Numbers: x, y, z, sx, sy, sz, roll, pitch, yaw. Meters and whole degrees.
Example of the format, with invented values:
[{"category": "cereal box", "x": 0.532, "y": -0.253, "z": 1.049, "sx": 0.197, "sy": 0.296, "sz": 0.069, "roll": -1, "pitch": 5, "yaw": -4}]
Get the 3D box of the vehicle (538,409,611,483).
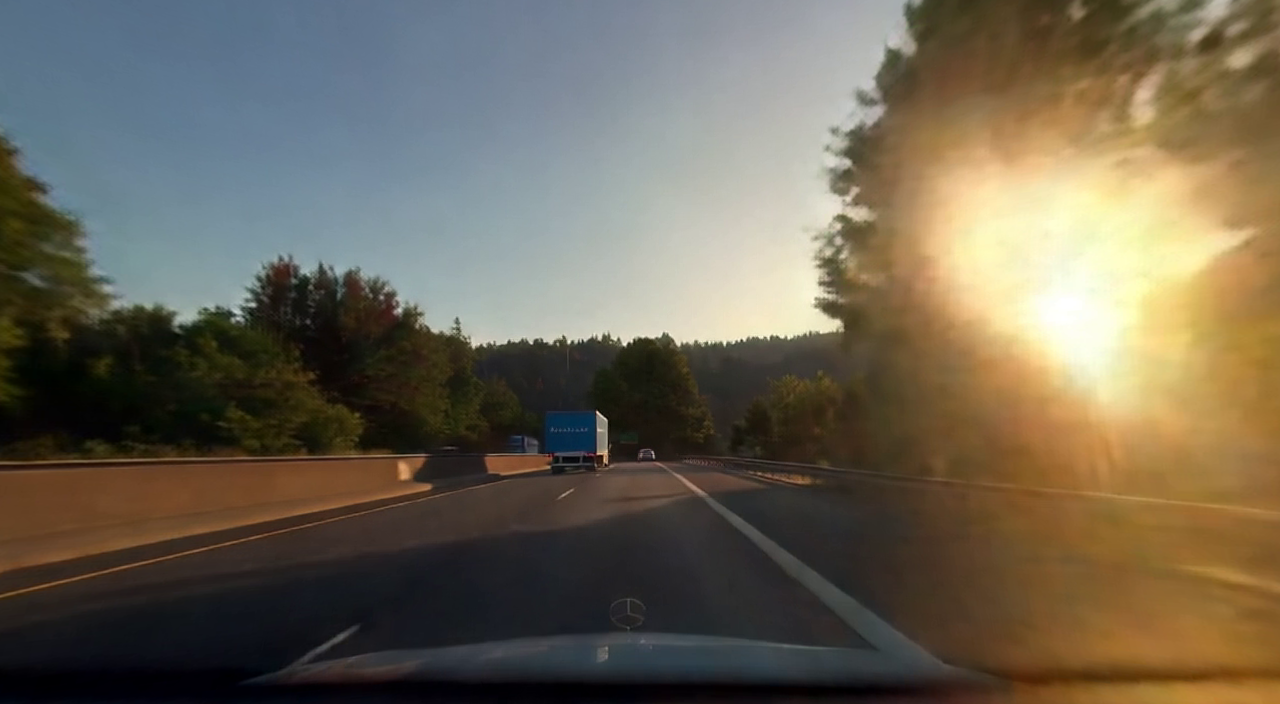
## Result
[{"category": "vehicle", "x": -2.953, "y": 4.533, "z": 30.482, "sx": 2.695, "sy": 3.151, "sz": 6.885, "roll": 0, "pitch": -9, "yaw": 1}]
